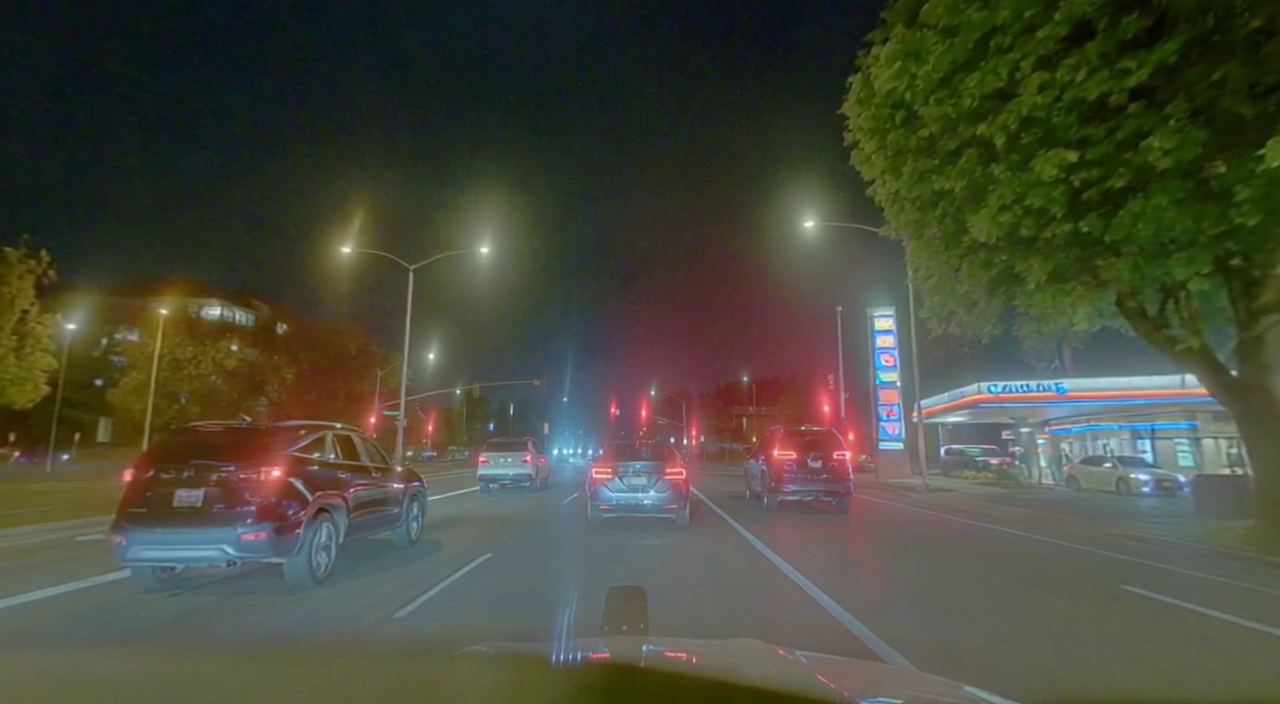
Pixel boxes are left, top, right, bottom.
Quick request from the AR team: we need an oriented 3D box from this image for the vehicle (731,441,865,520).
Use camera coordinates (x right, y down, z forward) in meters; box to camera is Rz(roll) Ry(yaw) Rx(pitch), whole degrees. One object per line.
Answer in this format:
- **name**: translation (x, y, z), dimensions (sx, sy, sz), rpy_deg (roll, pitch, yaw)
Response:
- **vehicle**: translation (3.354, 2.791, 14.302), dimensions (1.979, 1.485, 4.207), rpy_deg (0, -8, 0)

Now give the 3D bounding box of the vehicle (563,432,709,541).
- **vehicle**: translation (-0.064, 2.265, 11.276), dimensions (2.121, 1.563, 4.031), rpy_deg (0, -8, 0)

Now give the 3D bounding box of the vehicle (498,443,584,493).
- **vehicle**: translation (-3.208, 3.870, 21.422), dimensions (2.126, 1.490, 4.265), rpy_deg (0, -8, 2)

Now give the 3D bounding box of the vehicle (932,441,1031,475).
- **vehicle**: translation (18.007, 5.577, 33.402), dimensions (1.907, 1.669, 4.147), rpy_deg (5, -9, -28)

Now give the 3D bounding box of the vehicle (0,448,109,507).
- **vehicle**: translation (-19.160, 3.765, 19.175), dimensions (1.920, 1.623, 4.607), rpy_deg (0, -8, 1)

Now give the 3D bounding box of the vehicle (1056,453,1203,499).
- **vehicle**: translation (17.392, 4.374, 22.750), dimensions (1.860, 1.408, 4.631), rpy_deg (-1, -8, 4)

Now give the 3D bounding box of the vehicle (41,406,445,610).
- **vehicle**: translation (-3.940, 1.590, 7.308), dimensions (1.983, 1.685, 3.997), rpy_deg (0, -8, 1)
